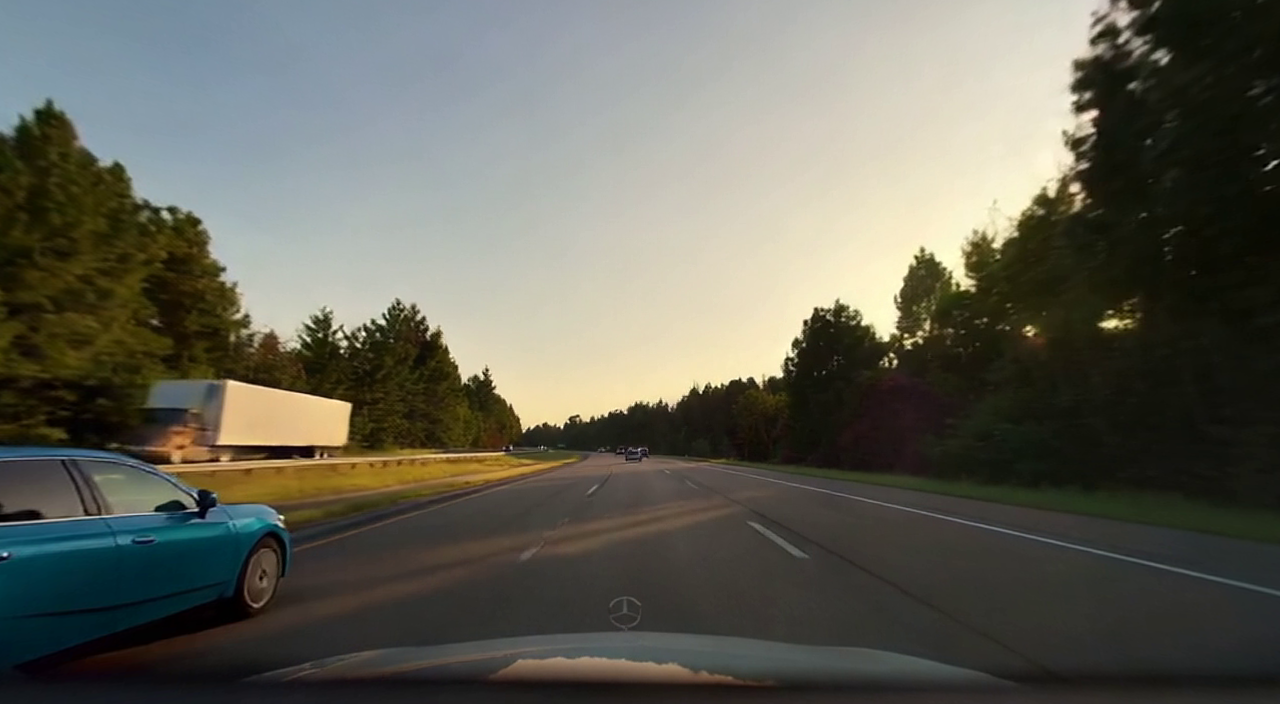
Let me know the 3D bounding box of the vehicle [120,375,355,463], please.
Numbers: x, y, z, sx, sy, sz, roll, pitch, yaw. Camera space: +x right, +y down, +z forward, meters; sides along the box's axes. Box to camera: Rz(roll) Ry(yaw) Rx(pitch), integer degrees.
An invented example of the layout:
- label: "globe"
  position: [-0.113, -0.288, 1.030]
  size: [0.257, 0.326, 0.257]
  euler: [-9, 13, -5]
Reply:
- label: "vehicle"
  position: [-22.662, 4.430, 38.055]
  size: [3.487, 4.111, 16.787]
  euler: [0, -9, -1]
